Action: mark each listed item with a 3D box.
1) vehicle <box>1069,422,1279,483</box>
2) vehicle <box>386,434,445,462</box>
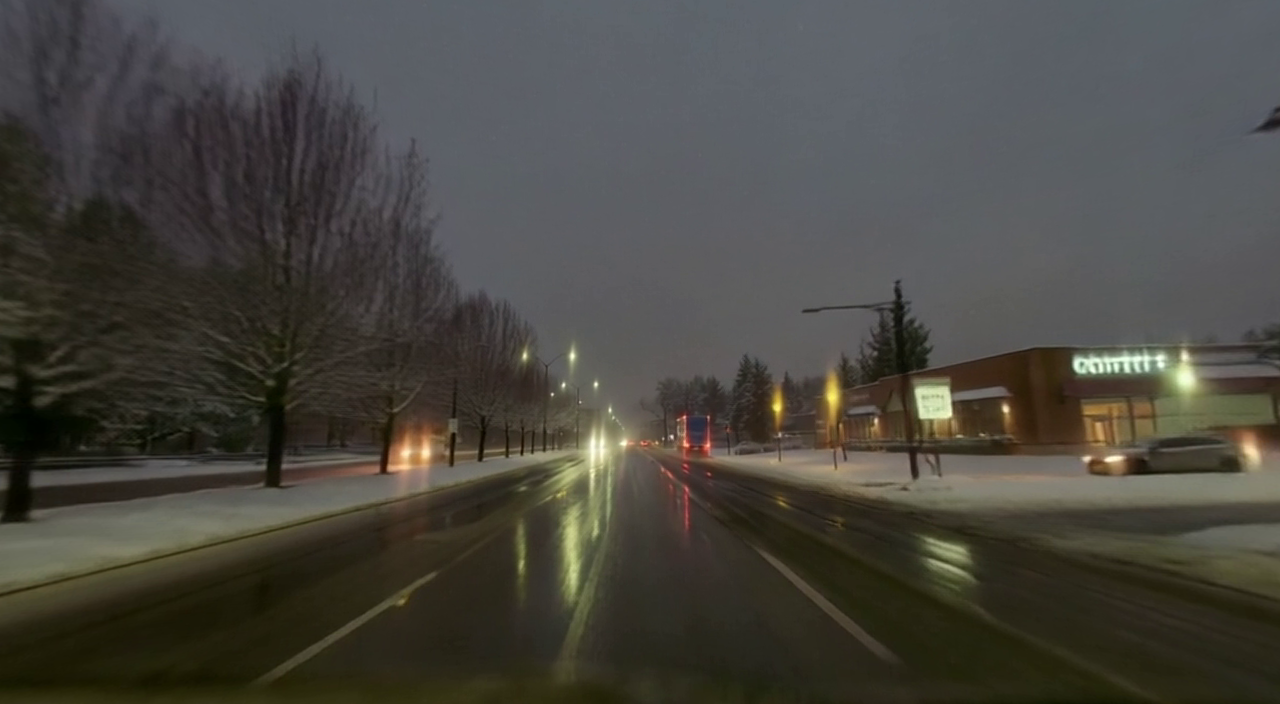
[{"bbox_3d":[14.992,2.833,17.870,4.296,1.596,1.807,0,-8,0],"label":"vehicle"},{"bbox_3d":[-12.676,5.436,35.944,1.887,1.447,4.031,0,-8,0],"label":"vehicle"}]
